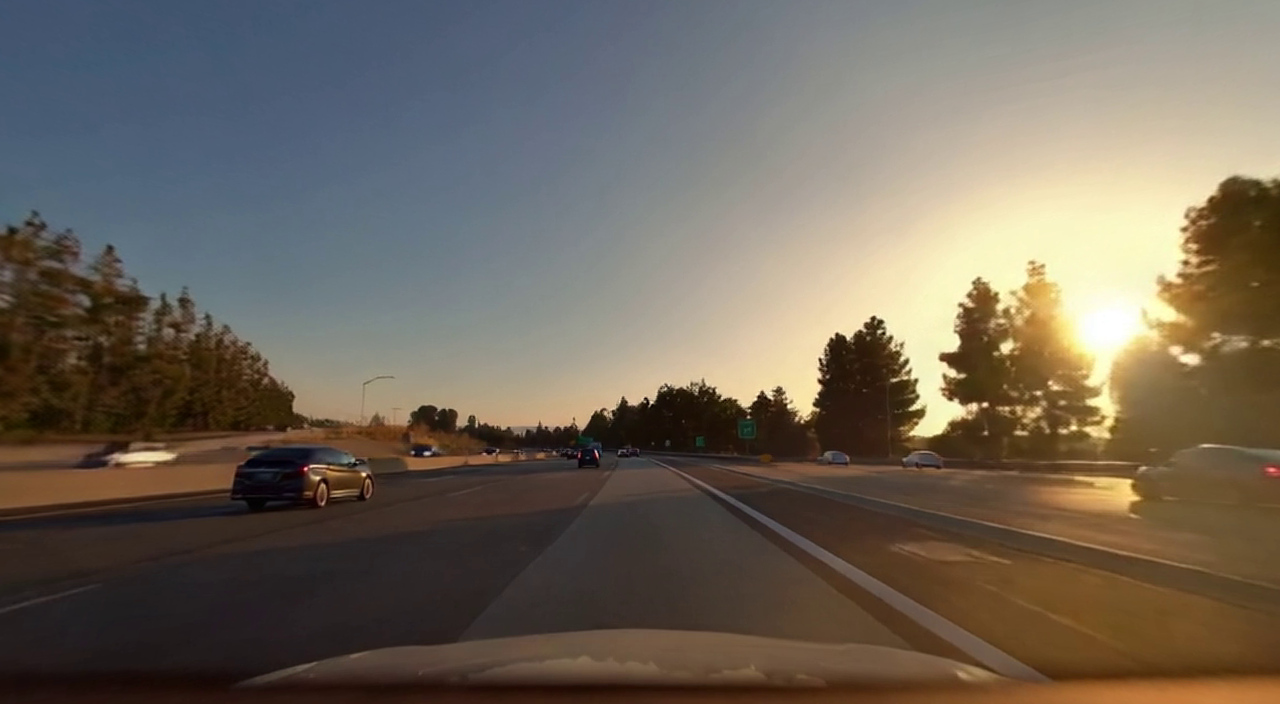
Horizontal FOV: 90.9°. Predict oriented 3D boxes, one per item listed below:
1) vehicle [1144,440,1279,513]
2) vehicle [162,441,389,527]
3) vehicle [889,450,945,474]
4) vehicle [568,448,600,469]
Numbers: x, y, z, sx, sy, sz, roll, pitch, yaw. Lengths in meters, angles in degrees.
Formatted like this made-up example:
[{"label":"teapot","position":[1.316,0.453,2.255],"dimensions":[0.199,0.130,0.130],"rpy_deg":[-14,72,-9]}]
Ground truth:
[{"label":"vehicle","position":[14.777,2.851,14.789],"dimensions":[2.201,1.535,4.735],"rpy_deg":[-1,-9,4]},{"label":"vehicle","position":[-7.313,2.662,13.396],"dimensions":[2.038,1.463,4.656],"rpy_deg":[0,-9,0]},{"label":"vehicle","position":[18.356,7.266,42.022],"dimensions":[1.950,1.462,4.391],"rpy_deg":[-1,-9,3]},{"label":"vehicle","position":[-4.020,7.711,45.962],"dimensions":[1.936,1.465,4.060],"rpy_deg":[0,-9,0]}]
